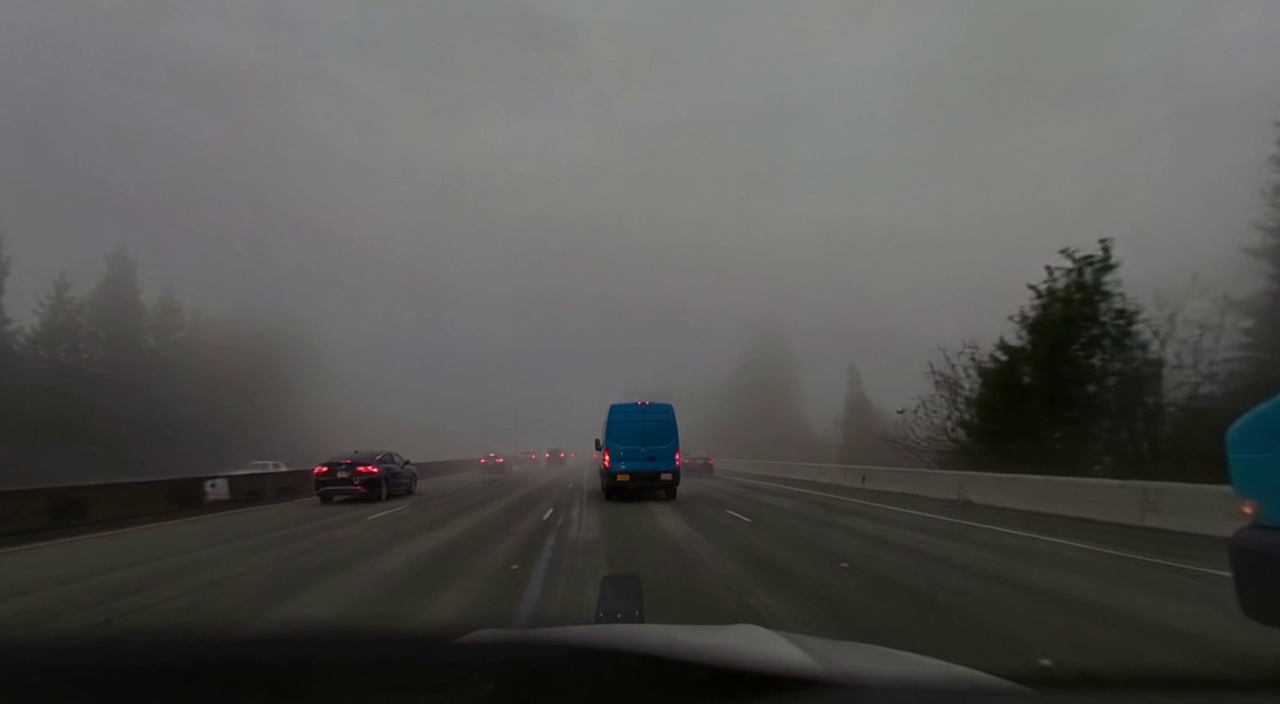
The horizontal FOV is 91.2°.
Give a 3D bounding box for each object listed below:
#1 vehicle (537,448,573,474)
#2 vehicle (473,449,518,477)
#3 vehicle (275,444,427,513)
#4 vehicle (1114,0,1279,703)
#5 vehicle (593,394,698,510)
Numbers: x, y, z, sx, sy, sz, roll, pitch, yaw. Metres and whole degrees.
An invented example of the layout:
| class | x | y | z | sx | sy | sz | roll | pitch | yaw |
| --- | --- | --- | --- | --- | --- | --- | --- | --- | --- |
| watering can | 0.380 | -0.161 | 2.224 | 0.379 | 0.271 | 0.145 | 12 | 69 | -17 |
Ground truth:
| class | x | y | z | sx | sy | sz | roll | pitch | yaw |
| --- | --- | --- | --- | --- | --- | --- | --- | --- | --- |
| vehicle | -5.344 | 6.873 | 39.799 | 2.002 | 1.536 | 4.021 | 0 | -9 | -5 |
| vehicle | -8.407 | 6.453 | 36.792 | 2.026 | 1.506 | 4.102 | 0 | -9 | -5 |
| vehicle | -7.162 | 3.150 | 16.147 | 2.003 | 1.498 | 4.386 | 0 | -9 | -3 |
| vehicle | 4.672 | -0.337 | 0.811 | 2.959 | 3.648 | 6.040 | 0 | -9 | -3 |
| vehicle | -0.072 | 2.605 | 16.559 | 2.268 | 2.551 | 5.144 | 0 | -9 | -5 |
